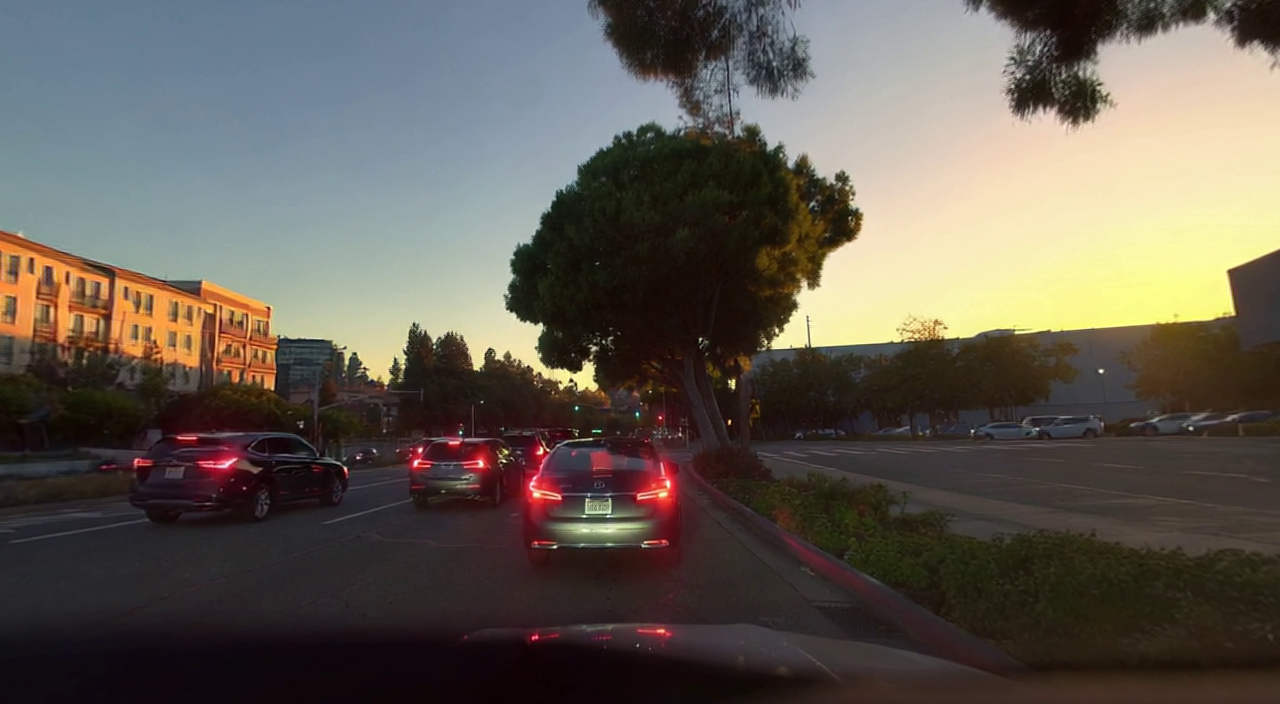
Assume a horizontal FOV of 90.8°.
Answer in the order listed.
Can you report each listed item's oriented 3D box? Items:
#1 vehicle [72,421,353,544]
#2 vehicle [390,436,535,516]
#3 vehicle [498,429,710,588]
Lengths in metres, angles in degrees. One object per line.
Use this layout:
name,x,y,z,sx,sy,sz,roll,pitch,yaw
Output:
vehicle,-7.293,2.243,11.500,2.068,1.784,4.224,0,-9,1
vehicle,-3.773,2.715,14.416,1.913,1.521,4.539,0,-9,1
vehicle,-0.356,1.830,8.216,2.066,1.544,3.954,0,-8,0
